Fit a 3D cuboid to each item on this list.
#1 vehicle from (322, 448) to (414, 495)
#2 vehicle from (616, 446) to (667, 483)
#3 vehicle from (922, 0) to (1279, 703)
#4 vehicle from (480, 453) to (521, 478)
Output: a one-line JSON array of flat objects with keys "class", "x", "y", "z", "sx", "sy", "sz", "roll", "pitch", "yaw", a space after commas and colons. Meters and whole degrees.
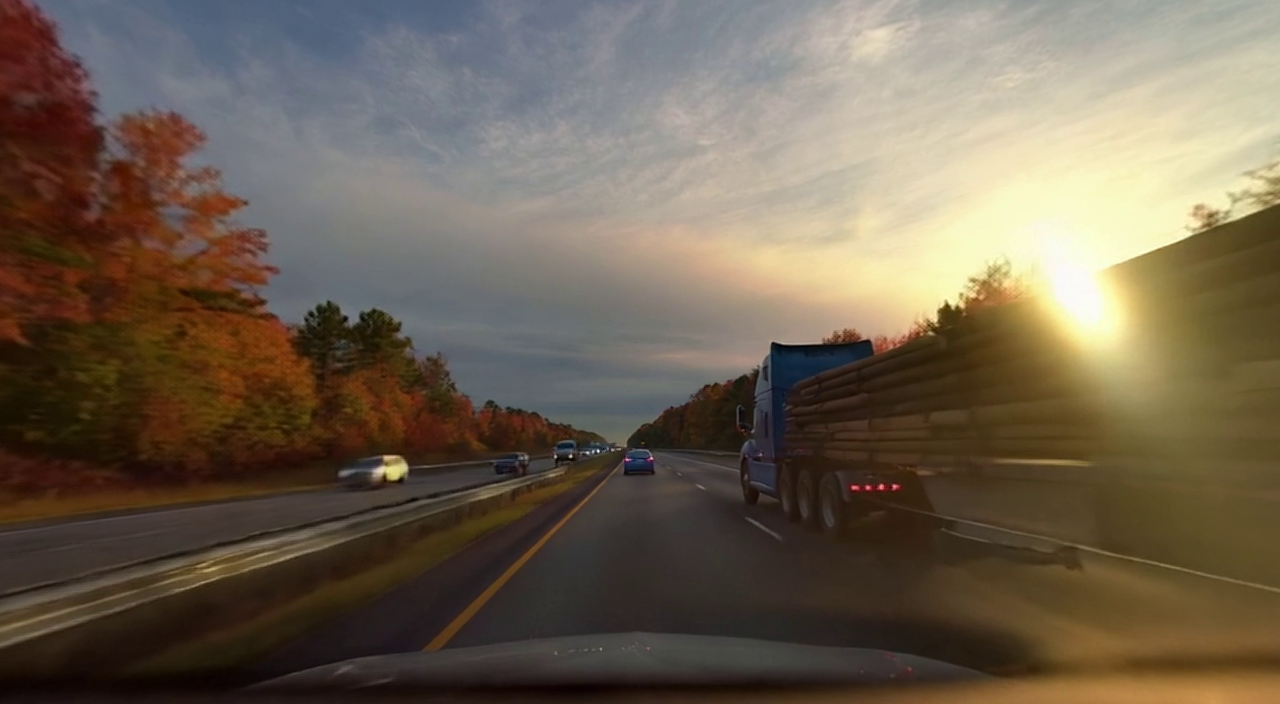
[{"class": "vehicle", "x": -12.835, "y": 5.639, "z": 30.009, "sx": 2.200, "sy": 2.009, "sz": 4.778, "roll": -1, "pitch": -9, "yaw": 0}, {"class": "vehicle", "x": 0.058, "y": 5.000, "z": 28.196, "sx": 2.099, "sy": 1.506, "sz": 4.097, "roll": 0, "pitch": -9, "yaw": 0}, {"class": "vehicle", "x": 4.076, "y": -0.402, "z": 1.100, "sx": 3.004, "sy": 3.923, "sz": 8.363, "roll": 0, "pitch": -9, "yaw": -1}, {"class": "vehicle", "x": -9.371, "y": 7.653, "z": 42.413, "sx": 1.873, "sy": 1.549, "sz": 4.104, "roll": -1, "pitch": -9, "yaw": 0}]
